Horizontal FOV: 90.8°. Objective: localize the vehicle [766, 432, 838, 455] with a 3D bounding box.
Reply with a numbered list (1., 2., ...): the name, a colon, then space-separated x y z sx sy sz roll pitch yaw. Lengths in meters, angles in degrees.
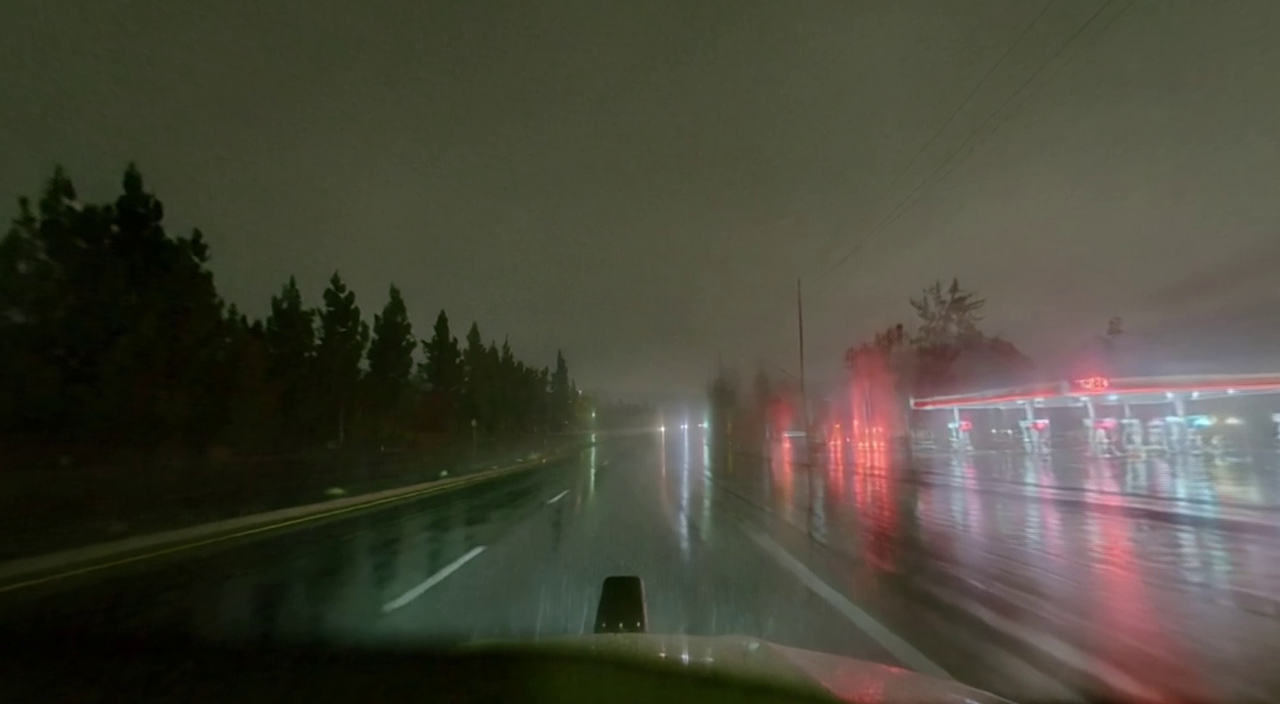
1. vehicle: 11.376 6.457 44.556 4.476 1.629 1.953 0 -8 -2
